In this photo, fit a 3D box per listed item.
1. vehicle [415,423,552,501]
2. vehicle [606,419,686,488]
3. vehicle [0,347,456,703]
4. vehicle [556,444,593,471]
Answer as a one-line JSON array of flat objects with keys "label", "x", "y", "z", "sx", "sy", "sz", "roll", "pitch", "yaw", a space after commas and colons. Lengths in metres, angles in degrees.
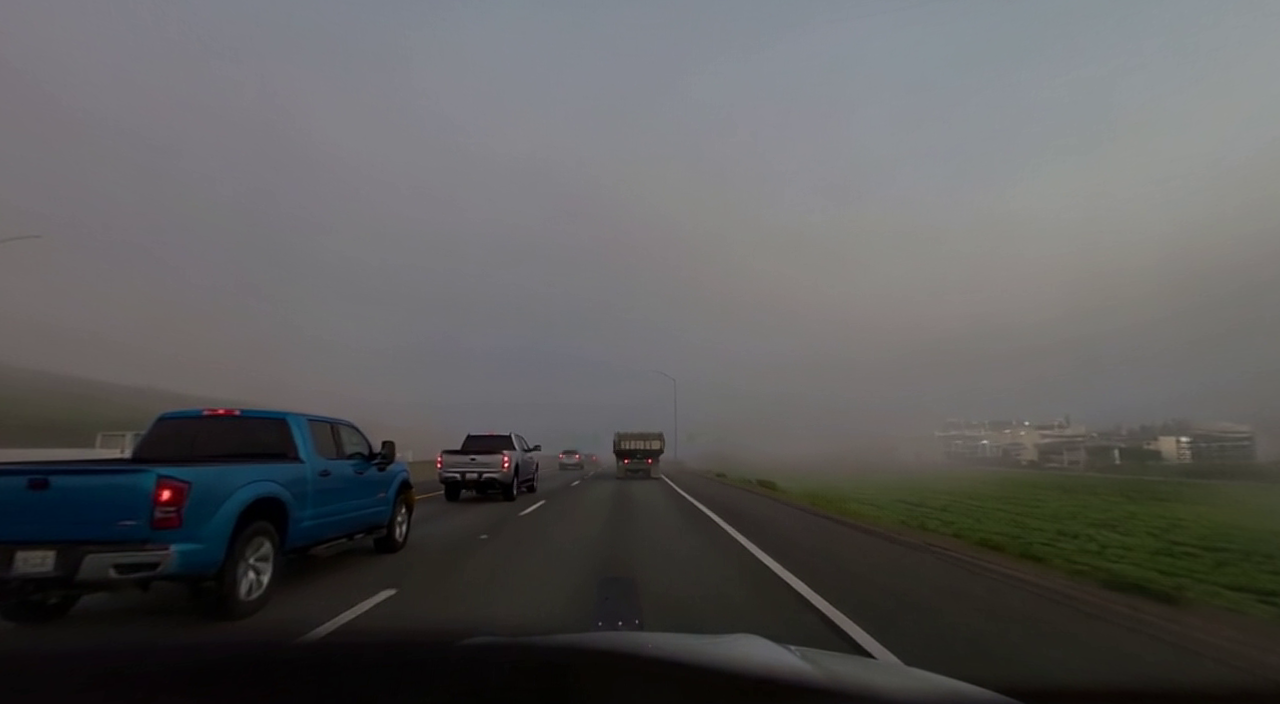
[{"label": "vehicle", "x": -4.379, "y": 3.221, "z": 18.987, "sx": 2.575, "sy": 1.958, "sz": 5.730, "roll": 0, "pitch": -9, "yaw": 1}, {"label": "vehicle", "x": 0.081, "y": 4.246, "z": 26.741, "sx": 2.886, "sy": 2.471, "sz": 7.692, "roll": 0, "pitch": -8, "yaw": -2}, {"label": "vehicle", "x": -3.587, "y": 1.261, "z": 5.658, "sx": 2.303, "sy": 1.835, "sz": 5.044, "roll": 0, "pitch": -8, "yaw": 0}, {"label": "vehicle", "x": -4.895, "y": 7.989, "z": 48.072, "sx": 2.329, "sy": 1.859, "sz": 4.823, "roll": 0, "pitch": -9, "yaw": 0}]
